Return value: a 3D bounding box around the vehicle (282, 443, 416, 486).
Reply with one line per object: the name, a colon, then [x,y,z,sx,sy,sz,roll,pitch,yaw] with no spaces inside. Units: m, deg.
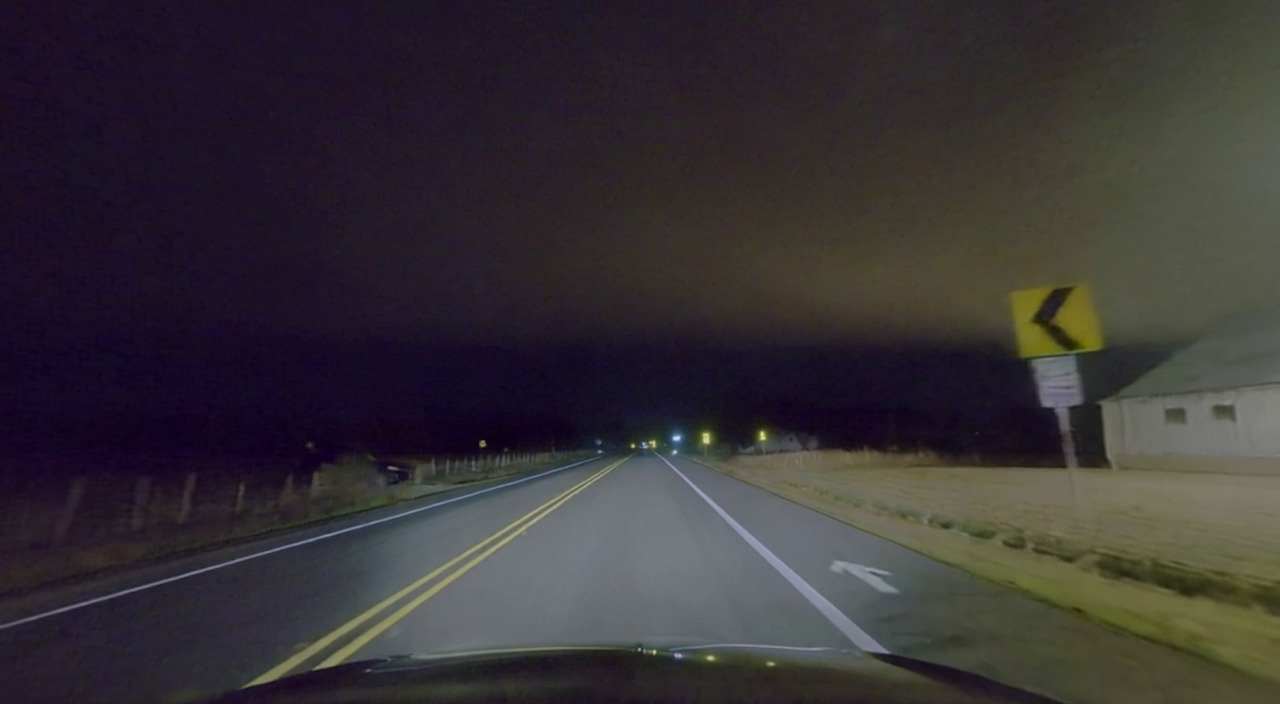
vehicle: [-12.643,4.915,27.675,4.813,1.763,2.048,0,-8,-2]
